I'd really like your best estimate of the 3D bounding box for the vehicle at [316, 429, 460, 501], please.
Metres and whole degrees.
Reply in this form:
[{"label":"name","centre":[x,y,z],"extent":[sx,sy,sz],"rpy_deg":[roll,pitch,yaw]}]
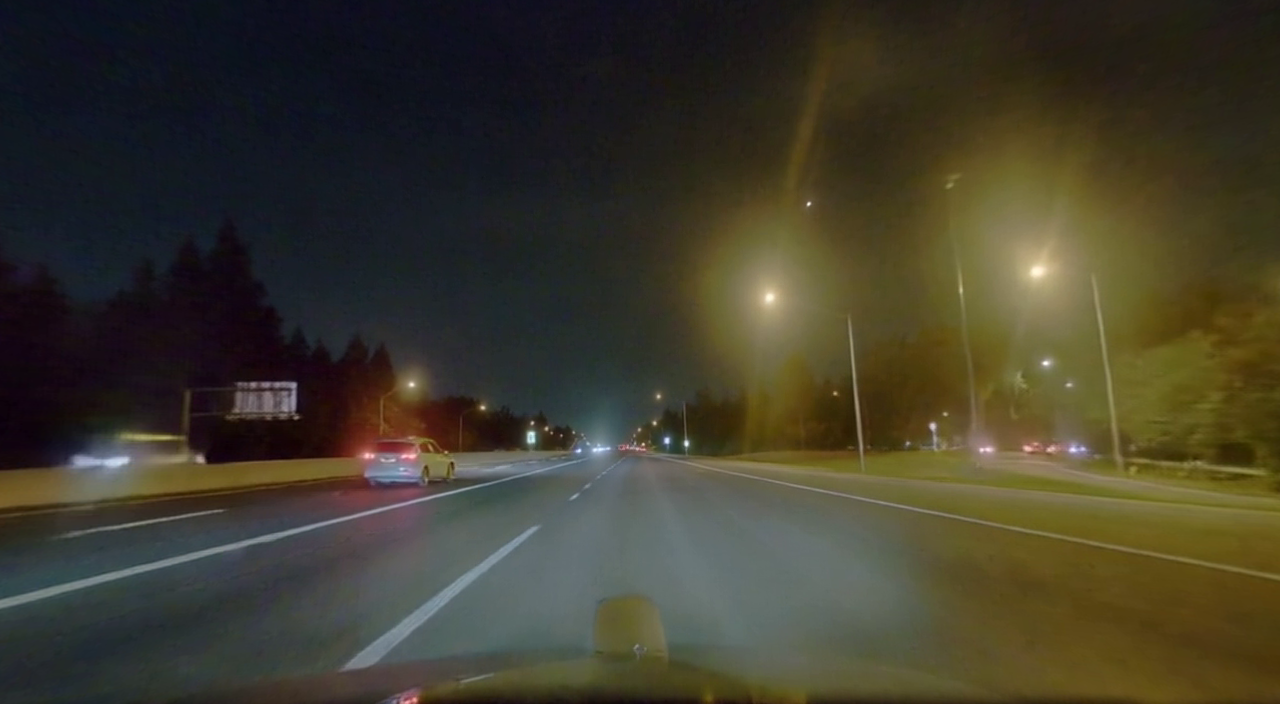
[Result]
[{"label":"vehicle","centre":[-7.154,3.264,18.658],"extent":[2.231,1.807,4.758],"rpy_deg":[0,-9,1]}]
